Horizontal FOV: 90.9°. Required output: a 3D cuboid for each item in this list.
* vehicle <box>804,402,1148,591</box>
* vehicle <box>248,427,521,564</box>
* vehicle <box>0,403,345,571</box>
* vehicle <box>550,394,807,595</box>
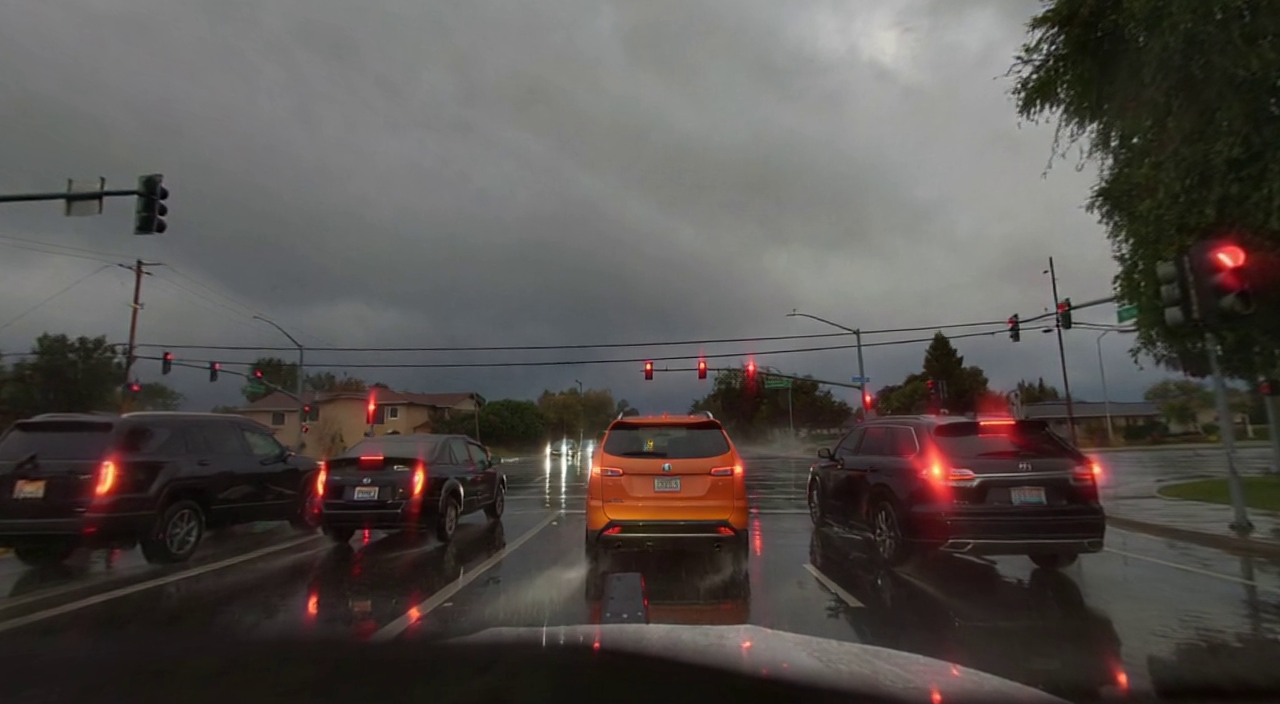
[{"bbox_3d":[3.538,1.599,7.830,2.047,1.638,4.395,-1,-8,4],"label":"vehicle"},{"bbox_3d":[-3.233,1.891,9.138,1.885,1.475,4.359,-1,-8,4],"label":"vehicle"},{"bbox_3d":[-6.639,1.818,9.304,2.075,1.796,4.785,0,-8,2],"label":"vehicle"},{"bbox_3d":[0.403,1.530,7.580,2.198,1.708,4.170,0,-8,2],"label":"vehicle"}]
